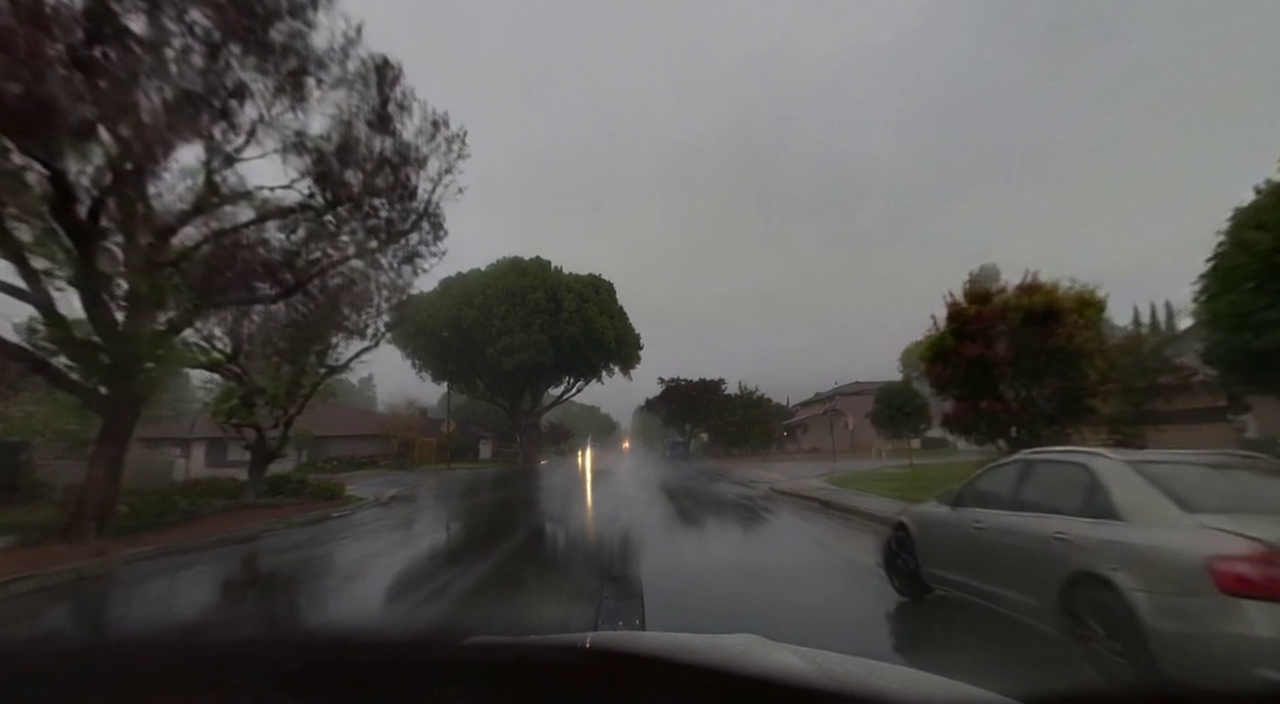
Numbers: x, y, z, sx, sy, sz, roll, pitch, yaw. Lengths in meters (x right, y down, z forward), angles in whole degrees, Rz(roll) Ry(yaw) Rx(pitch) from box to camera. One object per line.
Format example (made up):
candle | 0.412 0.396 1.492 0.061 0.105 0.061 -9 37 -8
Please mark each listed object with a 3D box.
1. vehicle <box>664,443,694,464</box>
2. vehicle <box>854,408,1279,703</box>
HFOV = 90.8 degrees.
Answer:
vehicle | 2.937 7.819 48.758 1.881 1.487 4.183 0 -8 -2
vehicle | 3.255 1.230 4.231 1.986 1.476 4.306 0 -8 -2
